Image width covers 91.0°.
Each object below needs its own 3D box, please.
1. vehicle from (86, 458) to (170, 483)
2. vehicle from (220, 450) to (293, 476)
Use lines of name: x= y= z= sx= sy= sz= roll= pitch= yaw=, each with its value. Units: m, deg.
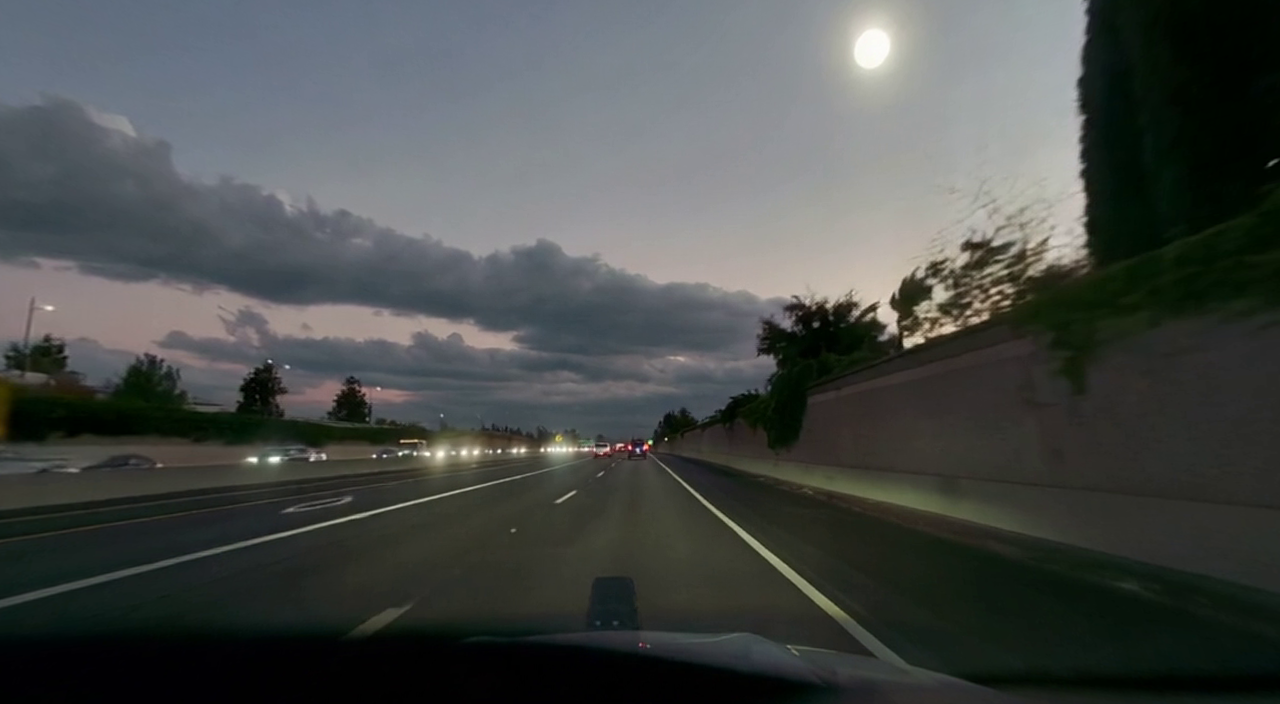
vehicle: x=-33.392 y=7.716 z=41.239 sx=1.825 sy=1.496 sz=4.423 roll=0 pitch=-9 yaw=0
vehicle: x=-26.168 y=7.581 z=43.217 sx=2.023 sy=1.625 sz=4.651 roll=0 pitch=-9 yaw=1
